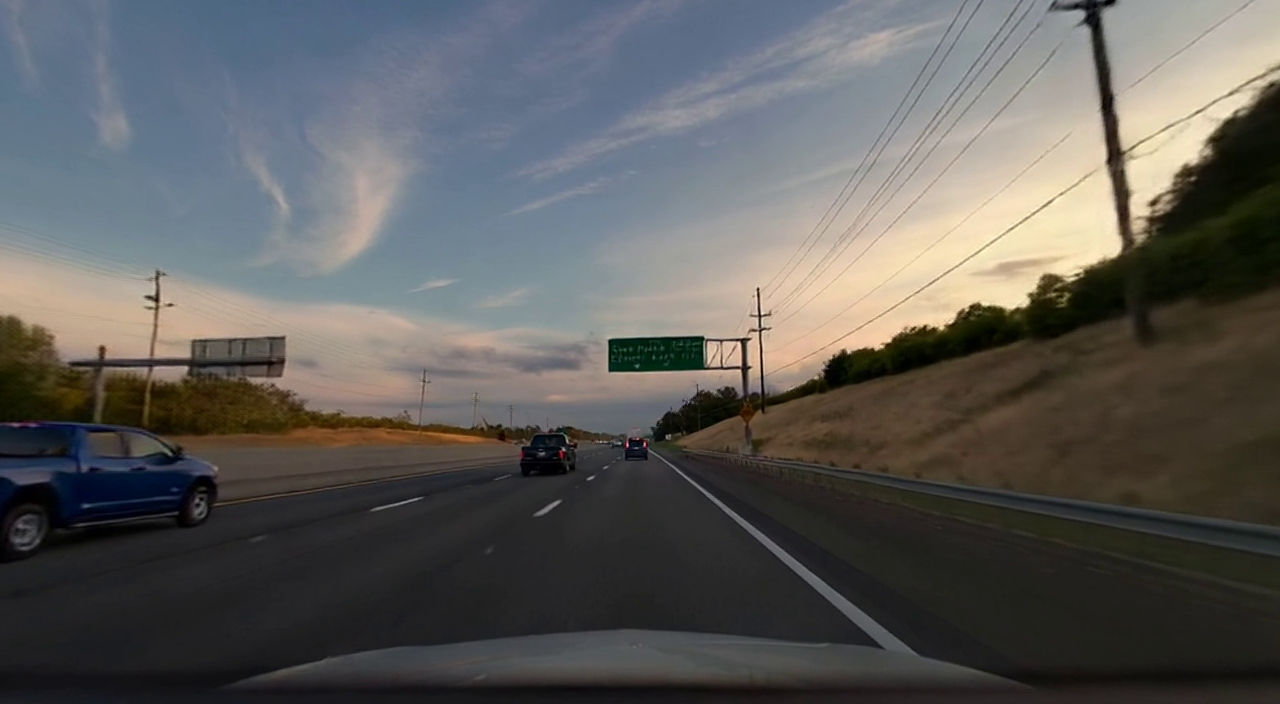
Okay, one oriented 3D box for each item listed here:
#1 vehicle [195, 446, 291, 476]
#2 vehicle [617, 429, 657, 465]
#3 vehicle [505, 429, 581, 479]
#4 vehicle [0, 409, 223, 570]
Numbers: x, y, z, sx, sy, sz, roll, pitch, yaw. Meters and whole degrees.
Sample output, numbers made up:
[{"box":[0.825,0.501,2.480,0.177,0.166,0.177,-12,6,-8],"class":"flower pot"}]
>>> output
[{"box":[-21.105,5.783,33.852,1.985,1.469,4.807,0,-8,0],"class":"vehicle"},{"box":[-0.195,6.096,40.561,2.358,2.144,4.713,0,-8,0],"class":"vehicle"},{"box":[-3.747,4.067,25.446,2.204,1.812,5.289,0,-8,0],"class":"vehicle"},{"box":[-7.502,1.562,7.530,2.013,1.609,4.446,0,-8,0],"class":"vehicle"}]
